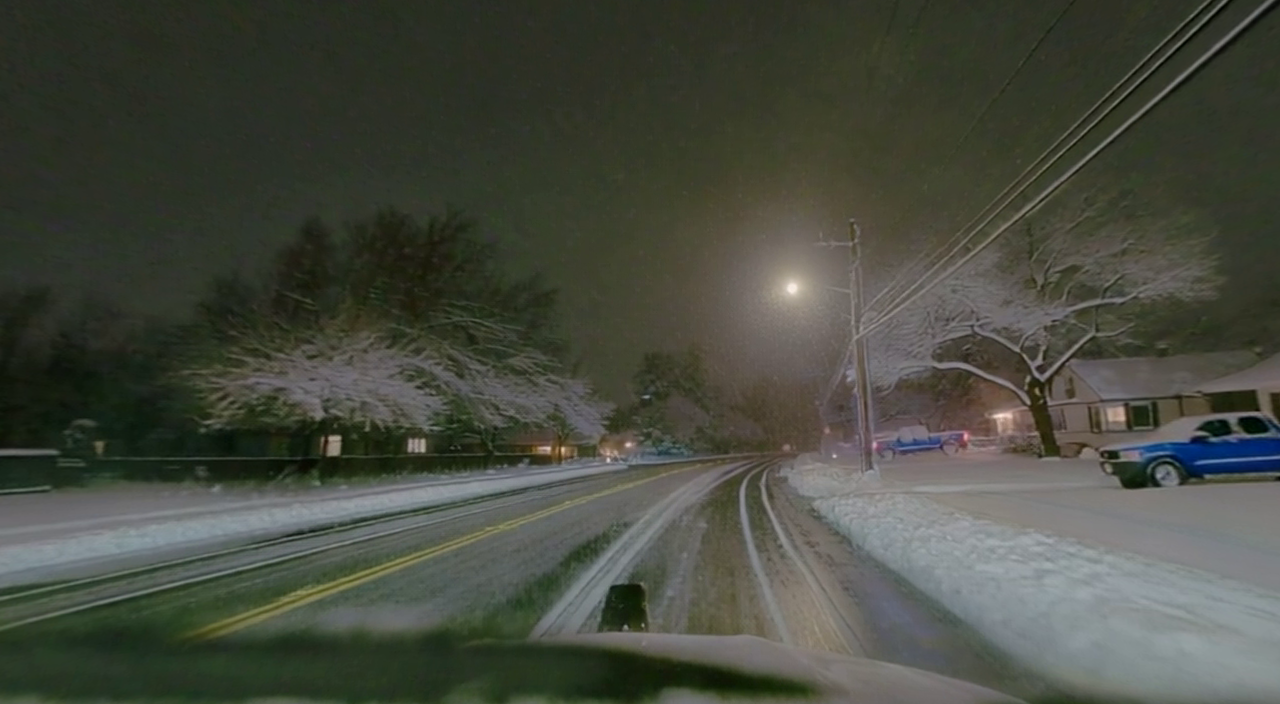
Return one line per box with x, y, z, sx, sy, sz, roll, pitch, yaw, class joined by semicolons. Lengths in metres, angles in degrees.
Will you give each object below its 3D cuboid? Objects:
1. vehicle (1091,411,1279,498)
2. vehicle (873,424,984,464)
12.184;1.953;12.507;4.644;1.441;2.074;-7;-10;14;vehicle
17.169;5.566;37.901;5.704;1.788;2.095;-8;-12;17;vehicle
